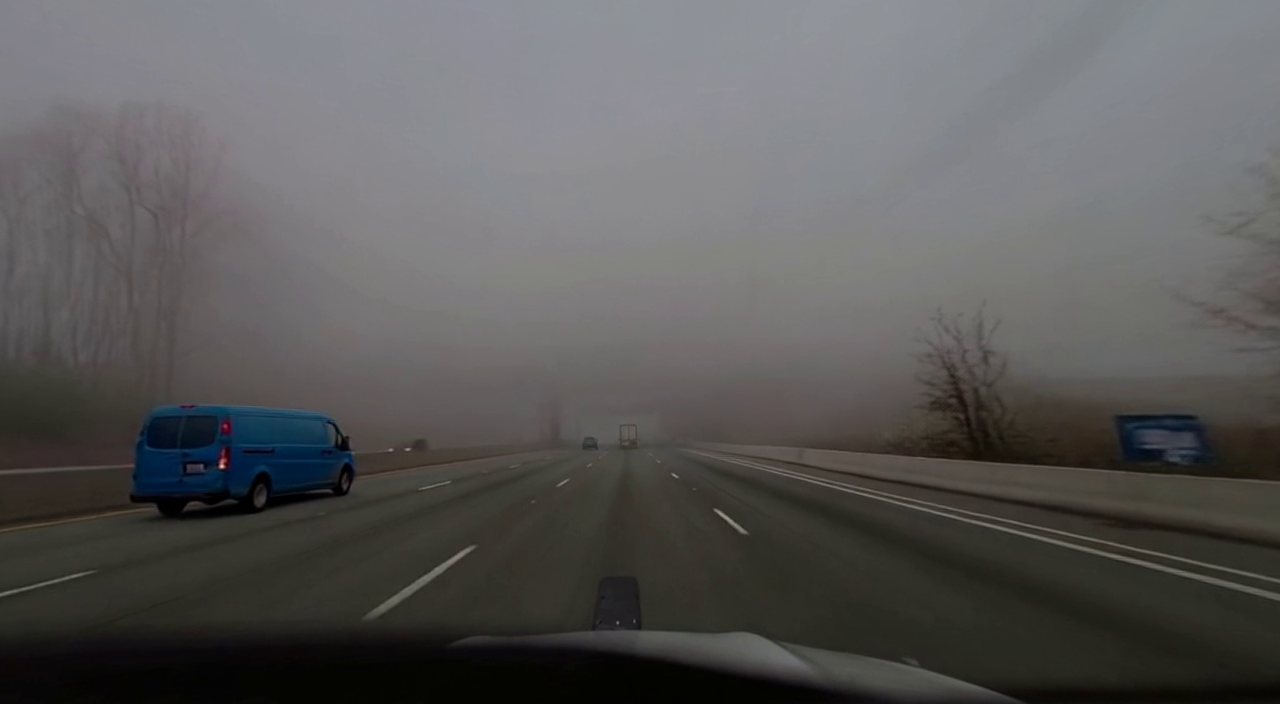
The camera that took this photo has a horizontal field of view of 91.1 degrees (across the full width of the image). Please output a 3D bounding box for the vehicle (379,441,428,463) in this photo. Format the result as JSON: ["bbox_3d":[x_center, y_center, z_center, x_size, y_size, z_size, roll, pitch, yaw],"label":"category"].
[{"bbox_3d":[-16.950,7.179,45.250,1.890,1.468,4.385,0,-8,0],"label":"vehicle"}]

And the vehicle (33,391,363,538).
[{"bbox_3d":[-7.244,1.903,11.343,2.150,1.996,5.341,0,-8,-1],"label":"vehicle"}]
